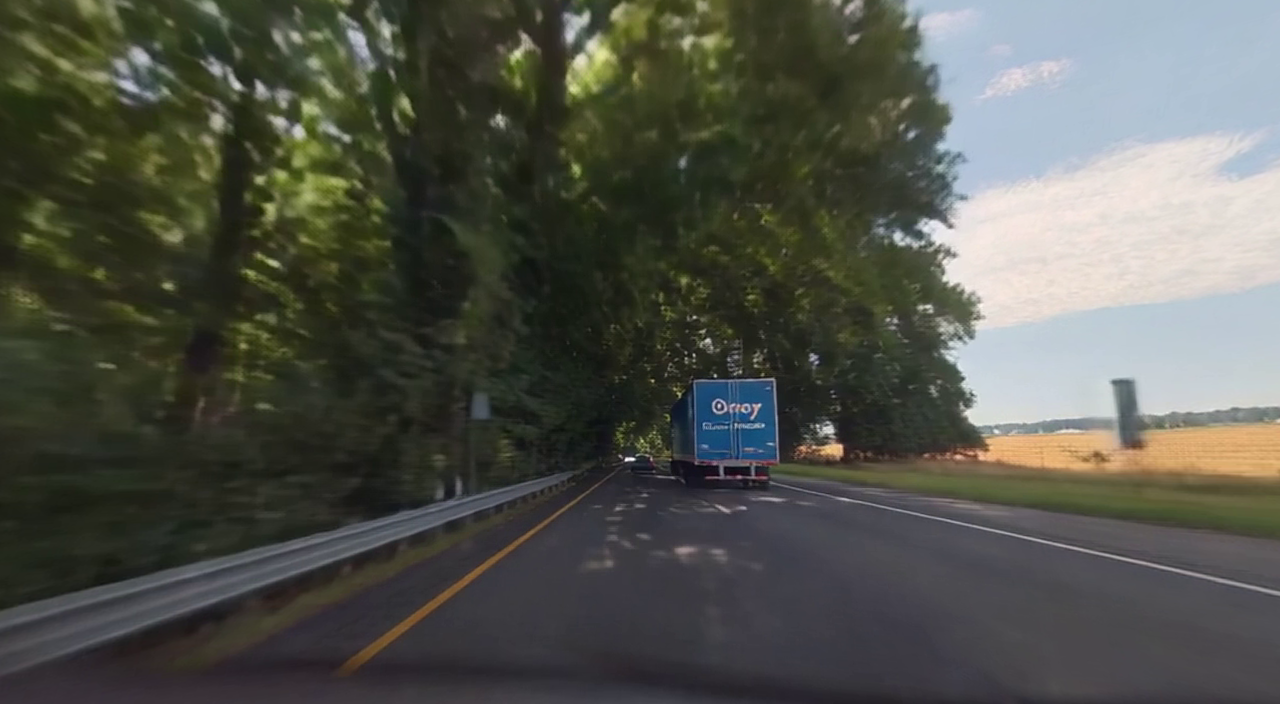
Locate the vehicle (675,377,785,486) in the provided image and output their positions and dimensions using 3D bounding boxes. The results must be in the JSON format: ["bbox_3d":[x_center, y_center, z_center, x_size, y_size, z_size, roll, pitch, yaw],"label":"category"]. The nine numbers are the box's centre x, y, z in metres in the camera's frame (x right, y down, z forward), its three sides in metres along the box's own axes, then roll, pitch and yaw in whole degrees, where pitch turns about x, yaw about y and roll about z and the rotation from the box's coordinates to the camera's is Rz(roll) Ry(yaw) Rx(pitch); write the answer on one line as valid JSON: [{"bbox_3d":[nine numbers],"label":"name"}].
[{"bbox_3d":[3.711,3.874,29.512,3.440,4.090,11.380,-1,-9,0],"label":"vehicle"}]
